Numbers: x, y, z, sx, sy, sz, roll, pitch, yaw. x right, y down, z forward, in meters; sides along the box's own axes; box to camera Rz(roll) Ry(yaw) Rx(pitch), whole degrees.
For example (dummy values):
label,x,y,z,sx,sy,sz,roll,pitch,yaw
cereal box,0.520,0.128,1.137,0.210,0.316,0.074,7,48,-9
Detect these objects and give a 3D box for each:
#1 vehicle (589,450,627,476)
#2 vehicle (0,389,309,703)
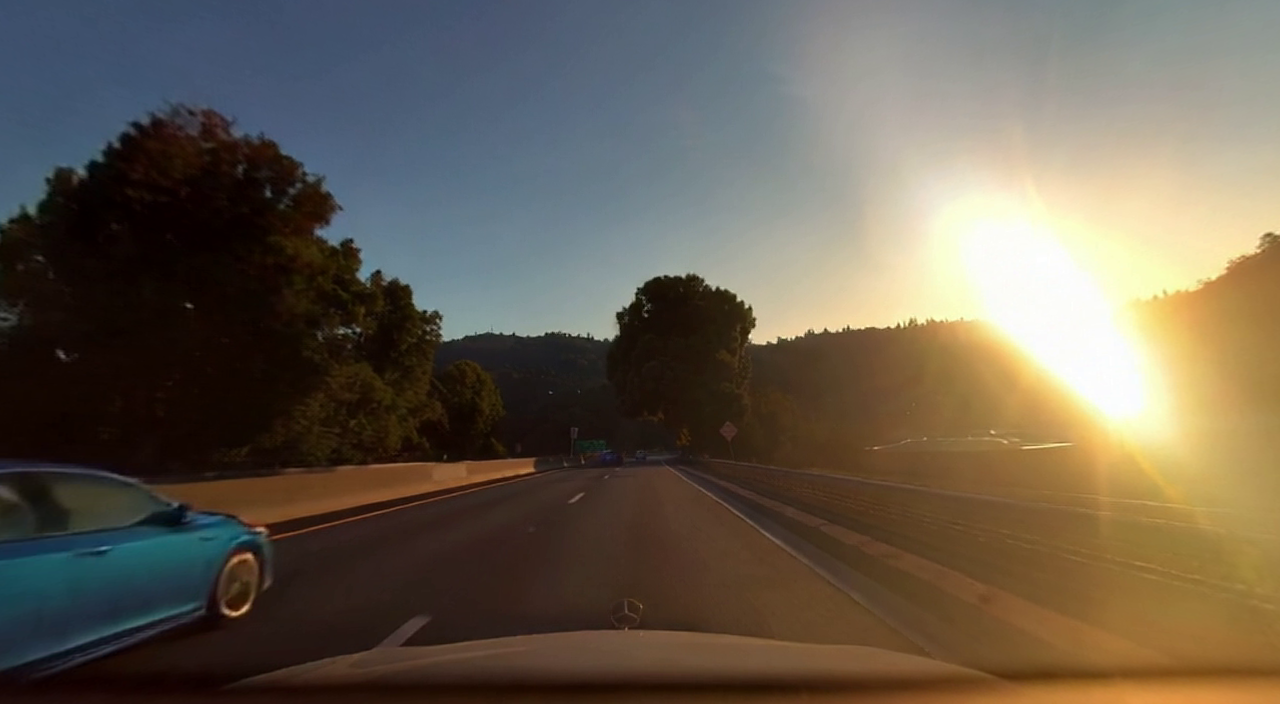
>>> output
label,x,y,z,sx,sy,sz,roll,pitch,yaw
vehicle,-1.877,6.707,38.350,1.917,1.450,3.997,0,-9,2
vehicle,-3.549,0.970,2.646,2.088,1.586,4.000,0,-9,0
